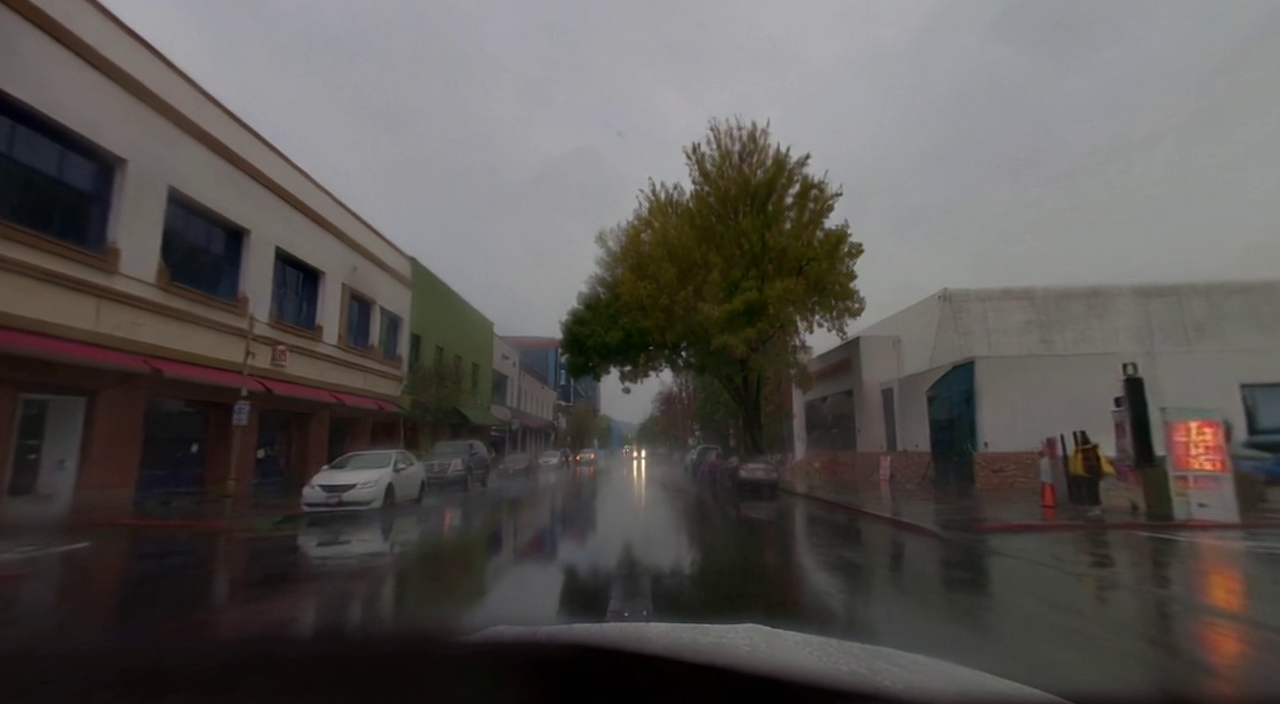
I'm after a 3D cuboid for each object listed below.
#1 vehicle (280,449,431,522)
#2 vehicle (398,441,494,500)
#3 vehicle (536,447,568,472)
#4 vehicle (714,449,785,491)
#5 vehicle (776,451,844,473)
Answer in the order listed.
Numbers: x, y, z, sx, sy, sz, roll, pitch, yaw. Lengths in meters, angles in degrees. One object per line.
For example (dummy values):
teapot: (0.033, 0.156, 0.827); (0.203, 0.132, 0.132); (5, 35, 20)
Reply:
vehicle: (-6.964, 3.256, 16.074); (1.917, 1.487, 4.659); (-1, -8, -3)
vehicle: (-6.910, 4.224, 23.101); (2.238, 1.891, 4.780); (0, -8, -3)
vehicle: (-6.908, 8.535, 49.735); (1.996, 1.770, 5.518); (-2, -10, -3)
vehicle: (4.324, 4.729, 25.607); (1.973, 1.494, 4.867); (0, -9, -1)
vehicle: (12.676, 8.185, 47.058); (4.499, 1.558, 2.007); (-5, -10, 29)
